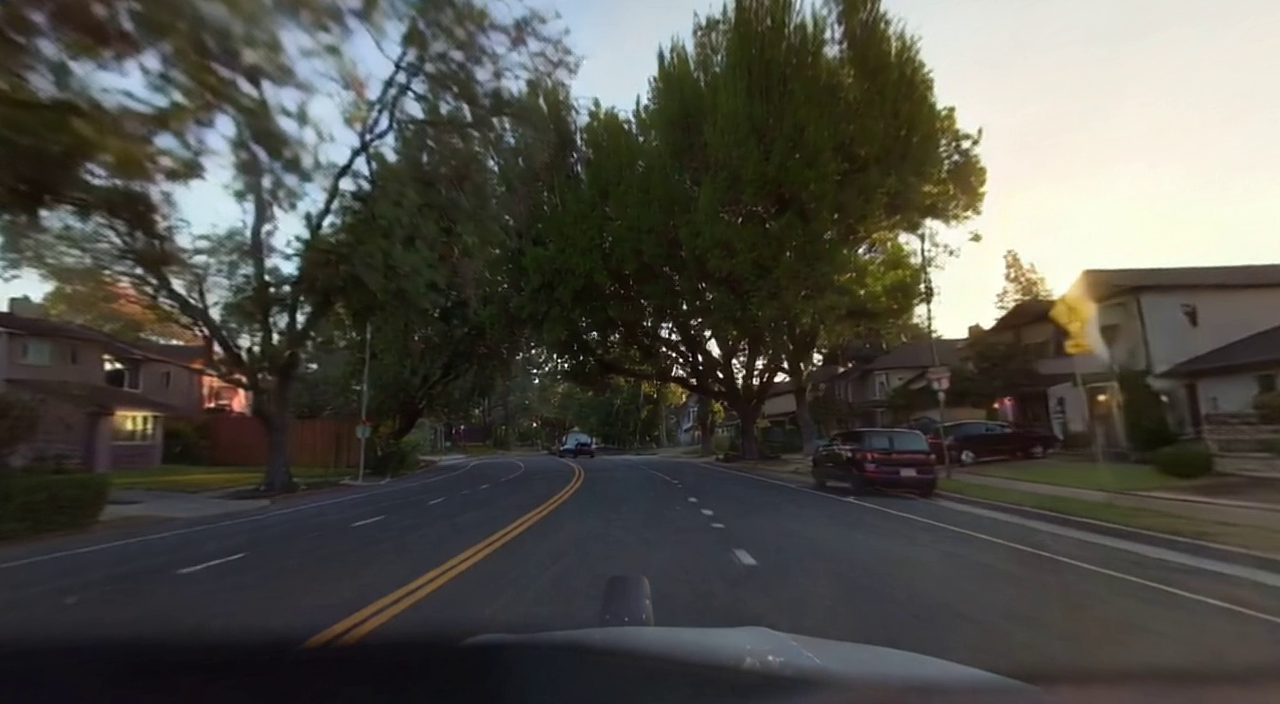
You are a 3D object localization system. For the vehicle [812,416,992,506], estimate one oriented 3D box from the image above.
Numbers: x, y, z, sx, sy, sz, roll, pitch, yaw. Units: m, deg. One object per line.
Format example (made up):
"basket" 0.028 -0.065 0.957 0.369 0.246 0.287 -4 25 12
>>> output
"vehicle" 6.684 2.885 17.194 2.348 1.986 6.289 0 -8 2
